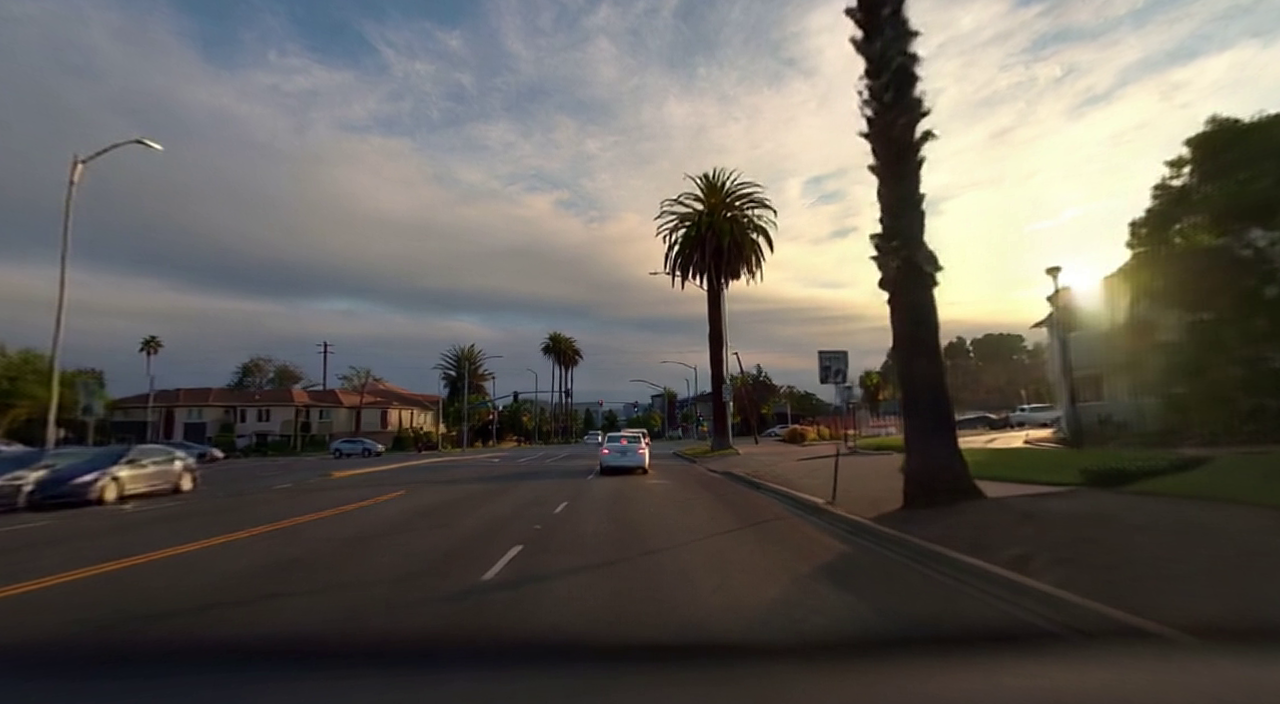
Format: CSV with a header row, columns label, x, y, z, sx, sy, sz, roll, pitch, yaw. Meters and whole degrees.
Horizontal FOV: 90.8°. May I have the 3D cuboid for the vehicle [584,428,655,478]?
label,x,y,z,sx,sy,sz,roll,pitch,yaw
vehicle,-0.589,3.419,21.509,2.060,1.526,3.859,-1,-8,4

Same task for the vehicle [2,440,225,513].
label,x,y,z,sx,sy,sz,roll,pitch,yaw
vehicle,-12.525,2.936,15.568,1.903,1.487,4.784,1,-8,-8
